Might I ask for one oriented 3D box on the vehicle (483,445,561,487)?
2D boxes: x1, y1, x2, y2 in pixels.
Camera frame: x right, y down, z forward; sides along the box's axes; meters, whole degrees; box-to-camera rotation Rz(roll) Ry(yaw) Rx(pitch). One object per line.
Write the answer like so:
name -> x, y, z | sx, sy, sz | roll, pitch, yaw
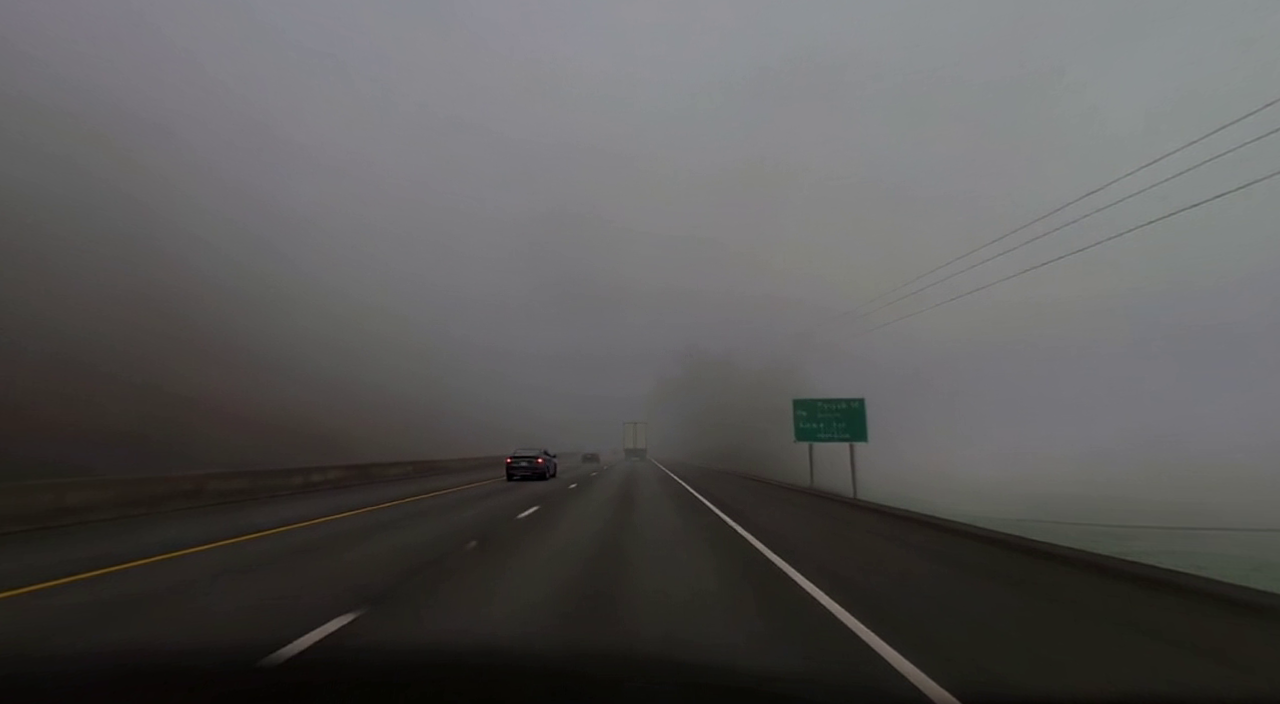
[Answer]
vehicle -> -4.421, 4.360, 24.348 | 2.106, 1.445, 4.404 | 0, -9, 0
